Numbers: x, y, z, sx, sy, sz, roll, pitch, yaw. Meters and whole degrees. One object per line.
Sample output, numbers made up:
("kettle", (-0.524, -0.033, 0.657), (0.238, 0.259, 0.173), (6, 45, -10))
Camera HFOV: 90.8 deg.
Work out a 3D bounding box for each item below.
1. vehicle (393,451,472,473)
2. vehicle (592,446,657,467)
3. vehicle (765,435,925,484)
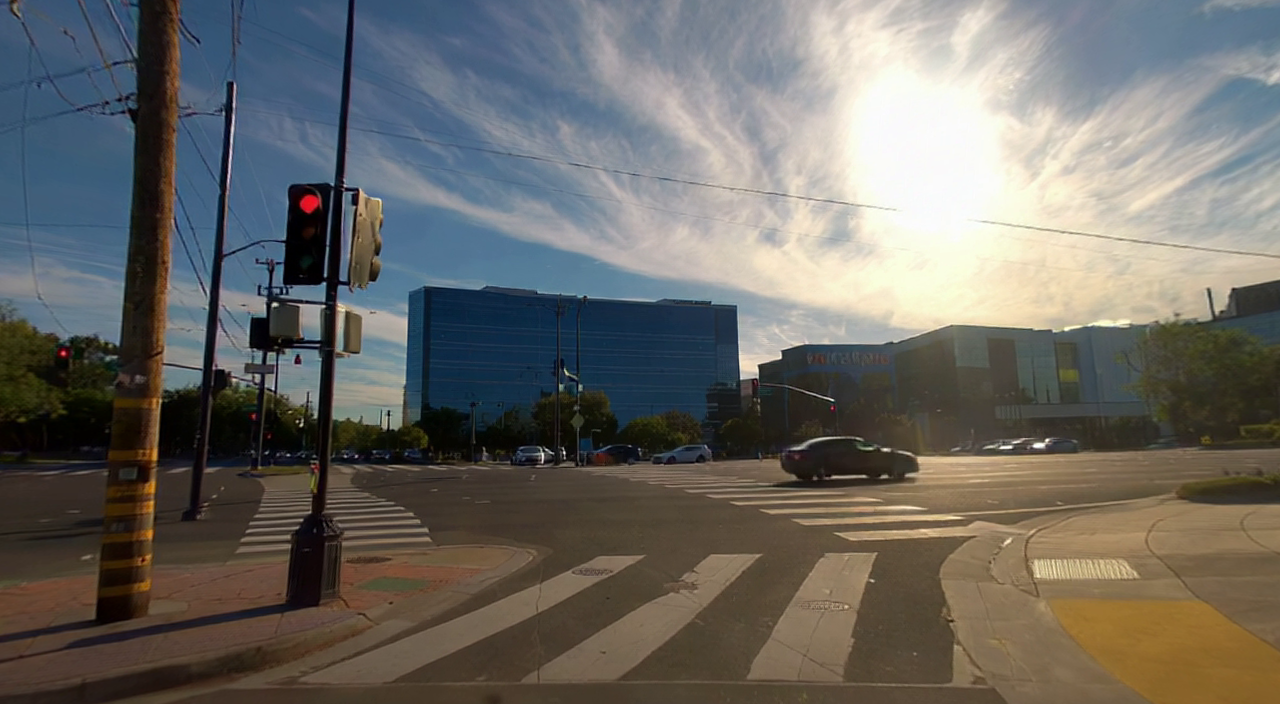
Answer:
("vehicle", (-14.127, 7.444, 42.987), (4.837, 1.407, 1.818), (4, -9, -26))
("vehicle", (-1.133, 7.553, 45.818), (4.391, 1.451, 1.717), (4, -9, -26))
("vehicle", (6.842, 3.565, 21.205), (4.700, 1.479, 2.095), (3, -9, -17))
